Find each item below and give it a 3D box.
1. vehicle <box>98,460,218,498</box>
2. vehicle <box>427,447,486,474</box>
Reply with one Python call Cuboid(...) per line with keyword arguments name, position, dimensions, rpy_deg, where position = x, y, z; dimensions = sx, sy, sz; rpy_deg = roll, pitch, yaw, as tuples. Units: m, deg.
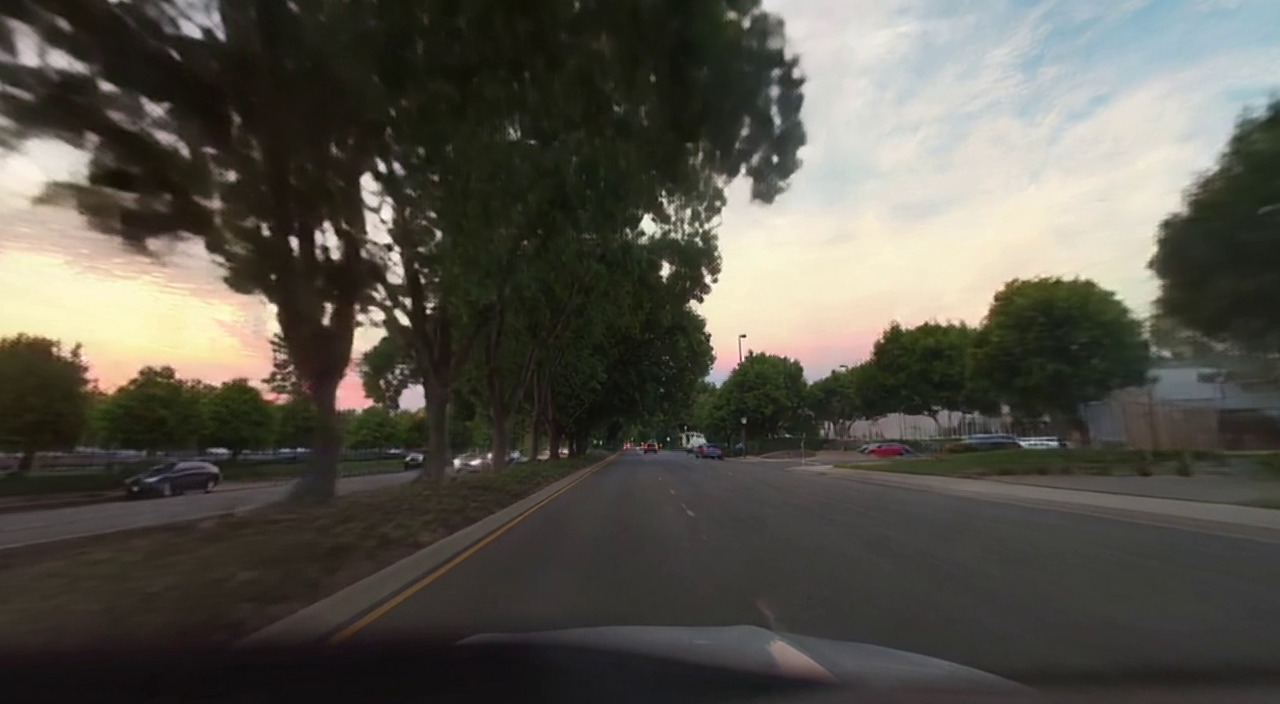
Cuboid(name="vehicle", position=(-21.438, 5.625, 28.374), dimensions=(1.847, 1.454, 4.413), rpy_deg=(0, -9, 1))
Cuboid(name="vehicle", position=(-10.862, 6.463, 37.804), dimensions=(2.031, 1.481, 4.577), rpy_deg=(-1, -9, 2))
